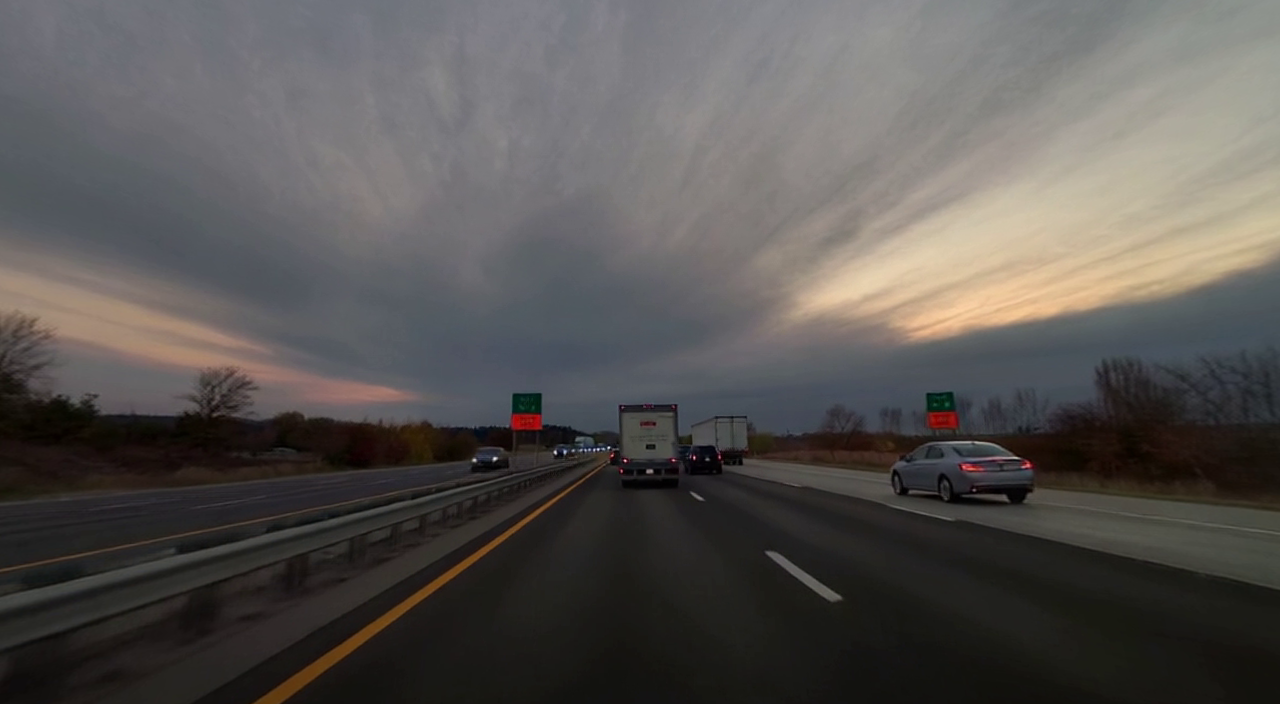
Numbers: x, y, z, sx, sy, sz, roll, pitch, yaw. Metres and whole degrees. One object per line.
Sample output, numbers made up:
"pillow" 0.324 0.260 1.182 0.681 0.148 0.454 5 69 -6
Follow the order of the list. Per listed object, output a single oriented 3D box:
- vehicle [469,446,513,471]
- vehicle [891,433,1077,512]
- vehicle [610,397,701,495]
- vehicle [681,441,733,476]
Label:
"vehicle" -9.941 7.138 42.117 1.918 1.578 4.140 0 -9 0
"vehicle" 7.558 2.667 14.286 1.988 1.534 3.763 0 -9 -2
"vehicle" 0.718 3.131 20.788 2.506 2.743 6.093 -1 -9 6
"vehicle" 3.318 5.420 31.923 2.127 1.642 3.899 0 -9 -1
